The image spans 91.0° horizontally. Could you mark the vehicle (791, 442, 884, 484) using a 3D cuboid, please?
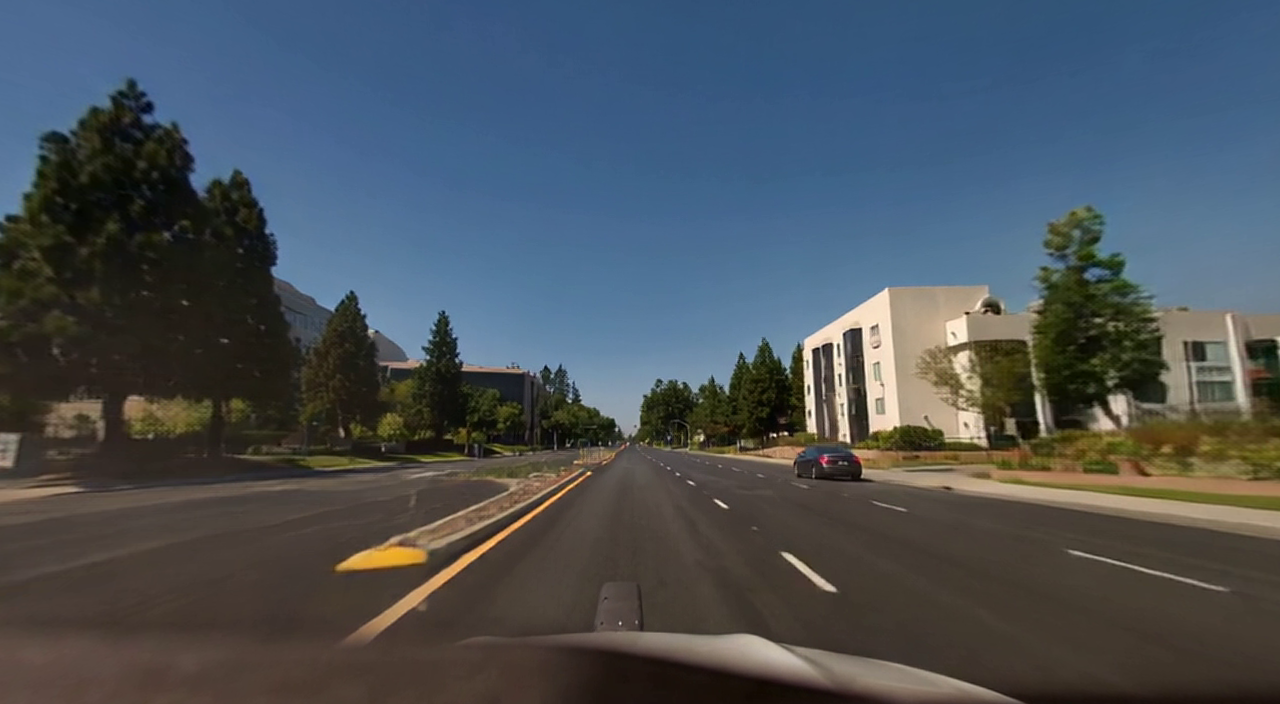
[{"bbox_3d":[7.409,4.199,24.122,2.054,1.421,4.487,0,-9,-1],"label":"vehicle"}]
